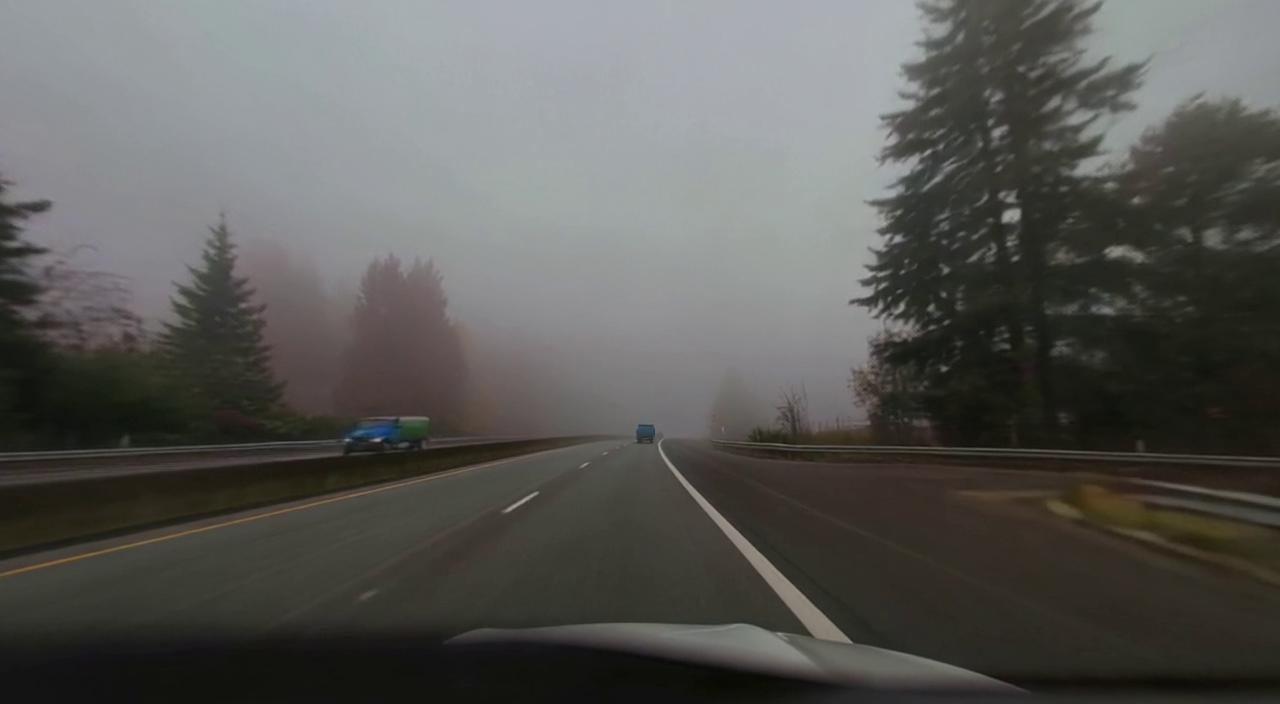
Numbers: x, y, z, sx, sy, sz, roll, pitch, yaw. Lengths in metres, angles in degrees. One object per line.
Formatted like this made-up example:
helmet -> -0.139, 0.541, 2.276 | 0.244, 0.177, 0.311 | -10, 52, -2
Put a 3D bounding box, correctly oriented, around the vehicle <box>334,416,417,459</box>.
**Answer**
vehicle -> -14.652, 4.802, 35.178 | 2.359, 2.212, 4.973 | 0, -8, 2
